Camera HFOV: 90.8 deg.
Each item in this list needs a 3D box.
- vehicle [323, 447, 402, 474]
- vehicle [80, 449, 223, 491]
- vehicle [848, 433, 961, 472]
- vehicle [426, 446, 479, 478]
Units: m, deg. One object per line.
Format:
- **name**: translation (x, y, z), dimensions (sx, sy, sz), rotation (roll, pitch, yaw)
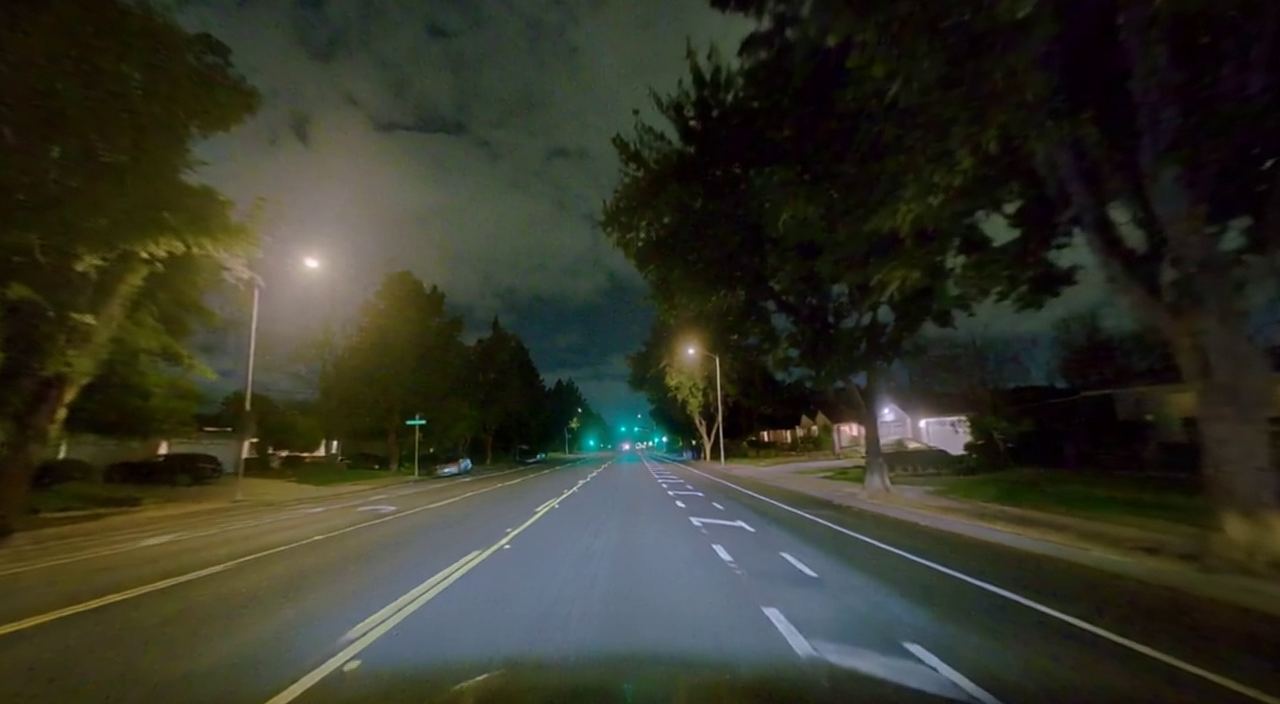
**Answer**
- **vehicle**: translation (-19.680, 7.690, 44.933), dimensions (4.668, 1.824, 1.999), rotation (0, -9, -1)
- **vehicle**: translation (-21.795, 5.239, 28.333), dimensions (4.684, 1.758, 2.138), rotation (-1, -8, 2)
- **vehicle**: translation (11.974, 4.590, 28.867), dimensions (4.194, 1.680, 2.150), rotation (0, -8, 1)
- **vehicle**: translation (-12.056, 7.140, 41.027), dimensions (2.062, 1.821, 4.880), rotation (-3, -10, -1)
